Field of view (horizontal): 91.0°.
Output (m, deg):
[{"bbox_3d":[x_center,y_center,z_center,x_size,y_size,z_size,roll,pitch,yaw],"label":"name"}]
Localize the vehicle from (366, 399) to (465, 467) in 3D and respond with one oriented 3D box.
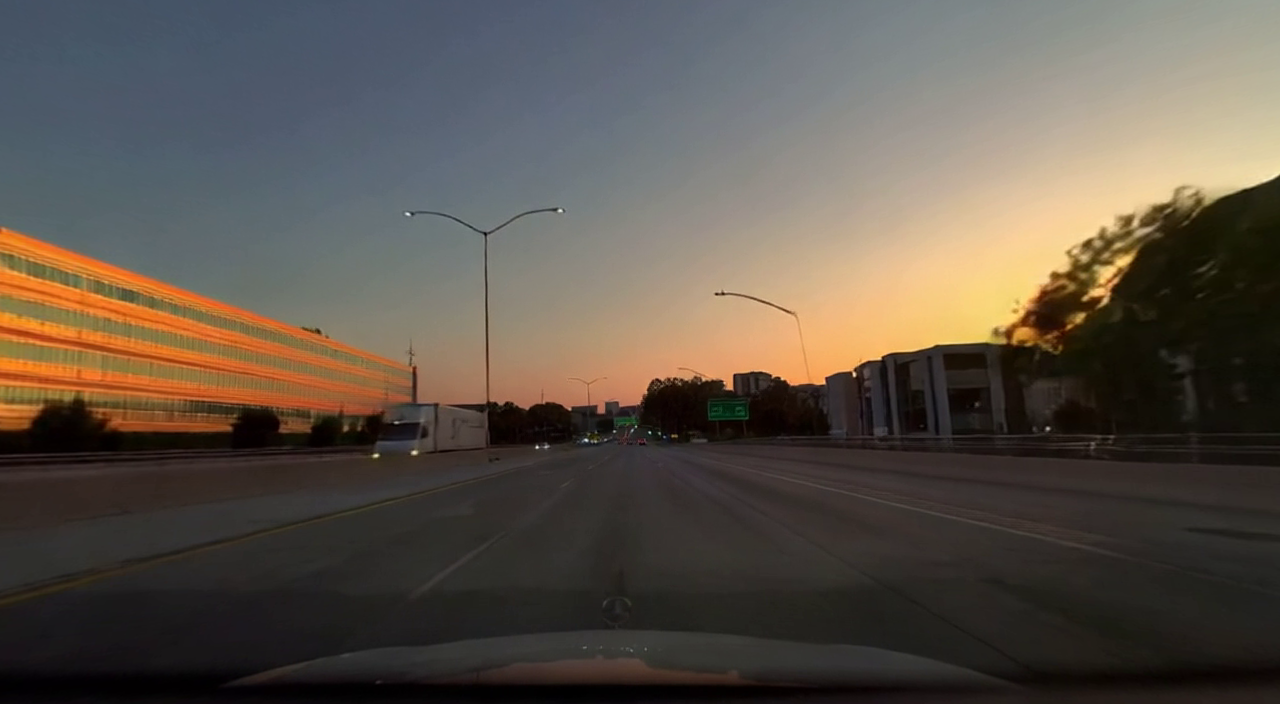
[{"bbox_3d":[-16.967,6.319,48.695,3.837,4.617,10.494,0,-8,-1],"label":"vehicle"}]
